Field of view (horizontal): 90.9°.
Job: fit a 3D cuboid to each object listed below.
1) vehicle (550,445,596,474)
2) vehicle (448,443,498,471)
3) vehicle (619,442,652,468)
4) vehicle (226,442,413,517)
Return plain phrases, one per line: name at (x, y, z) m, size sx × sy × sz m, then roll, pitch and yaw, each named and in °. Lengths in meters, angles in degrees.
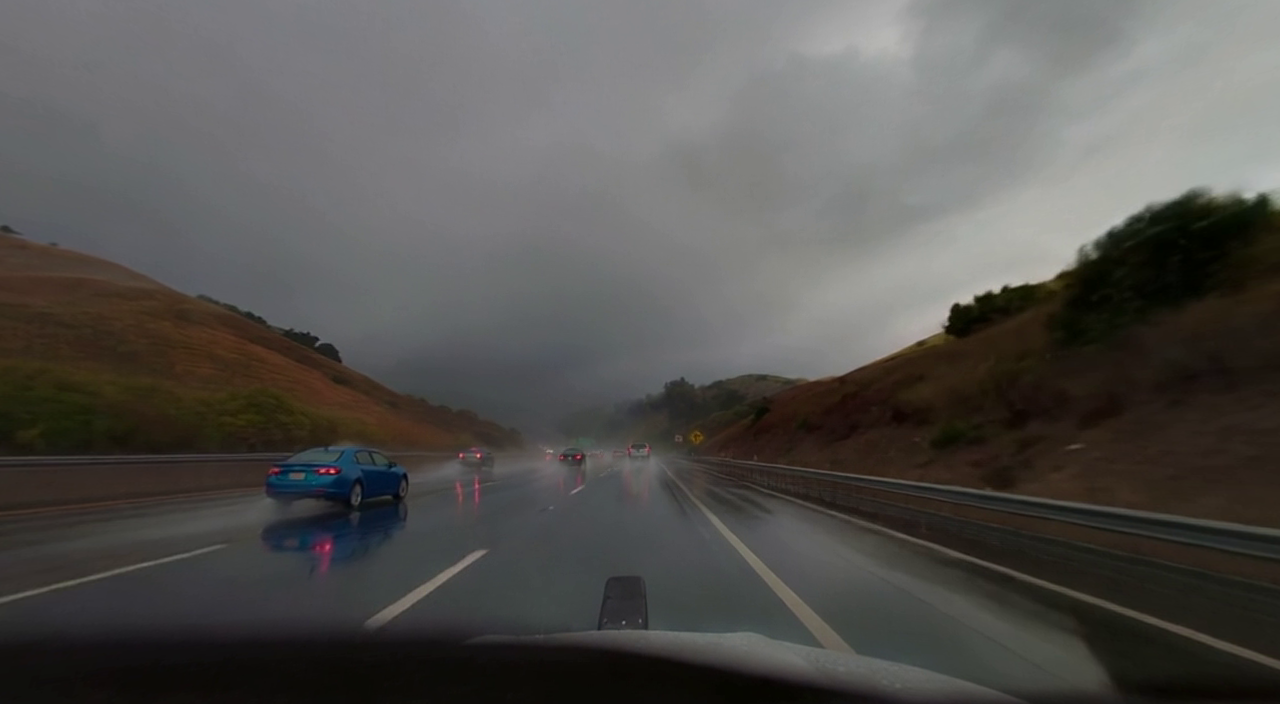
vehicle at (-3.771, 6.155, 36.429) m, size 2.144 × 1.505 × 4.649 m, roll 0°, pitch -8°, yaw 0°
vehicle at (-11.064, 7.019, 42.209) m, size 2.025 × 1.750 × 4.505 m, roll 0°, pitch -8°, yaw 1°
vehicle at (-0.348, 7.238, 44.468) m, size 2.225 × 1.674 × 4.044 m, roll 0°, pitch -8°, yaw -1°
vehicle at (-7.017, 2.807, 14.445) m, size 1.991 × 1.441 × 4.265 m, roll 0°, pitch -8°, yaw 1°
